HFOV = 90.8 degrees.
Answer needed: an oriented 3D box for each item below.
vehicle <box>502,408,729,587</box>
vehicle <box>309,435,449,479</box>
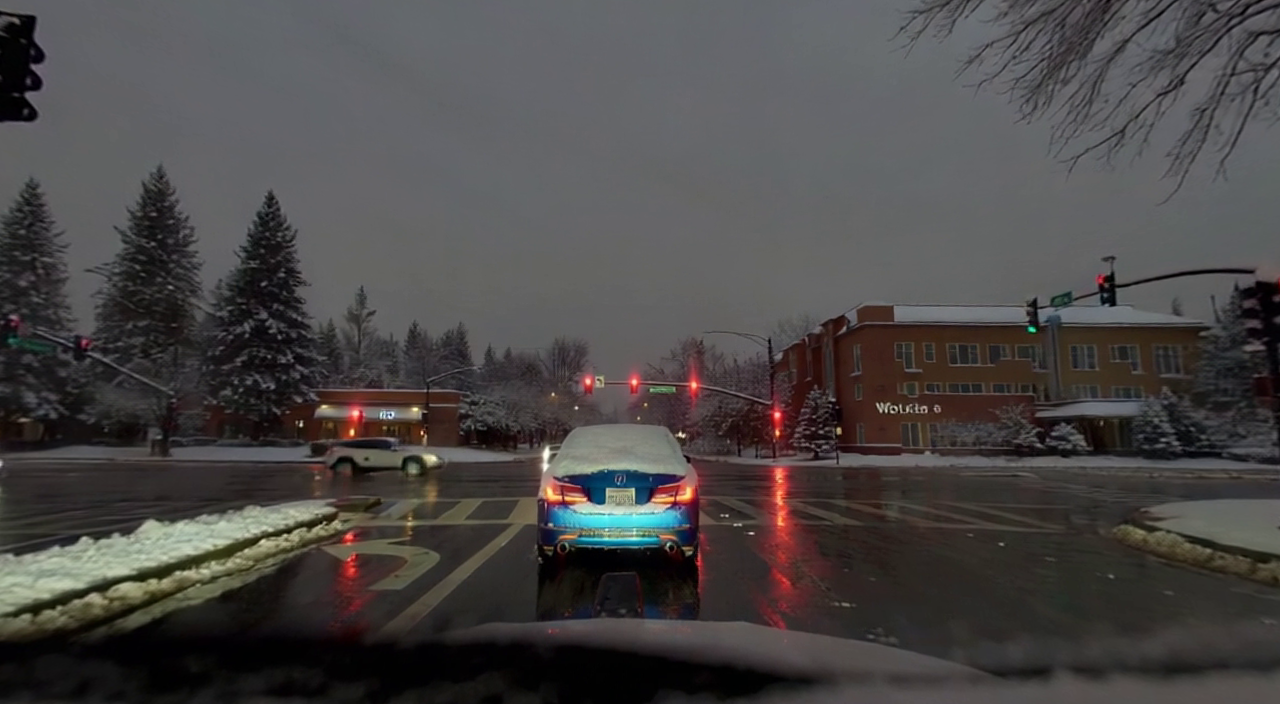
[{"bbox_3d":[-0.254,1.623,7.817,2.066,1.618,3.922,0,-8,-1],"label":"vehicle"},{"bbox_3d":[-10.771,4.383,26.404,4.912,1.731,2.022,0,-8,-1],"label":"vehicle"}]
